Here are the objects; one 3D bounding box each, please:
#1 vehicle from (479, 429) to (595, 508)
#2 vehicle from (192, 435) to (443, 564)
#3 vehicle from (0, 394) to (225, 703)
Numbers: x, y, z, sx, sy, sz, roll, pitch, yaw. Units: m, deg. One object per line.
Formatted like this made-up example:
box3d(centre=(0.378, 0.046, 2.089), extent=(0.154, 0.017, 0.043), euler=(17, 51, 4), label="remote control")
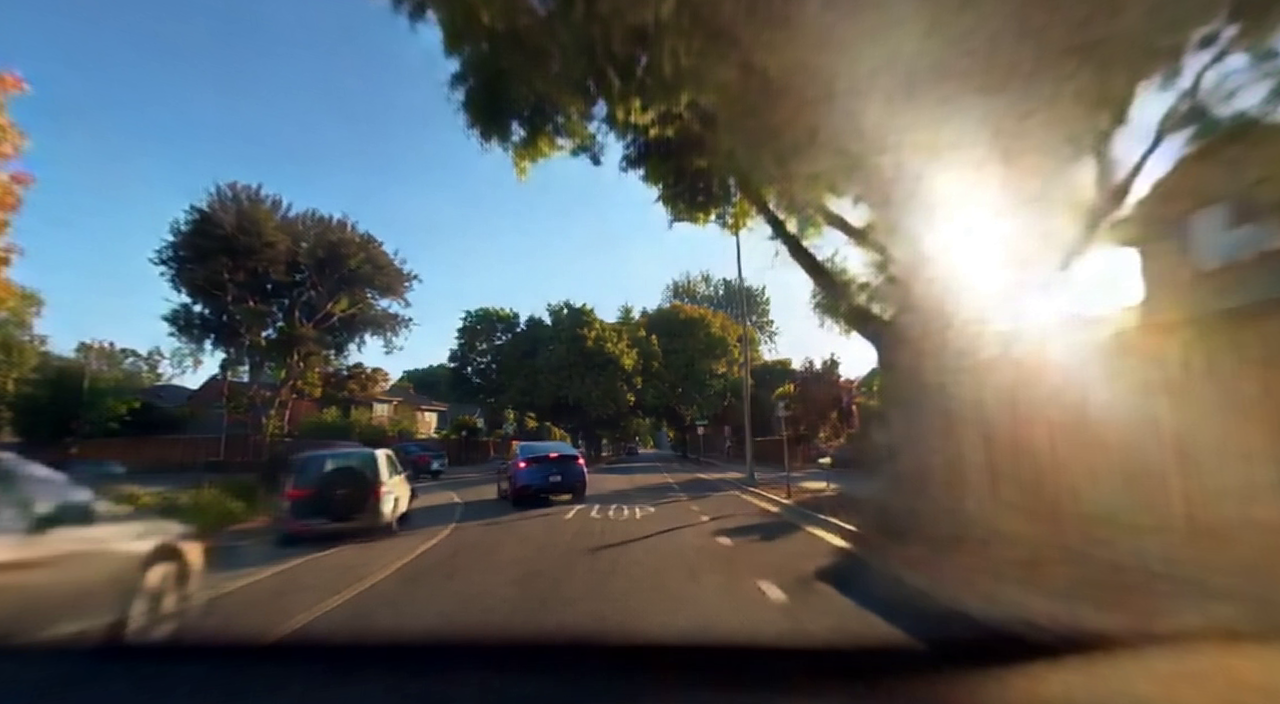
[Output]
box3d(centre=(-2.714, 2.824, 15.712), extent=(2.290, 1.653, 4.127), euler=(2, -9, -17), label="vehicle")
box3d(centre=(-4.837, 2.218, 10.476), extent=(2.151, 1.578, 5.036), euler=(1, -9, -8), label="vehicle")
box3d(centre=(-3.762, 0.925, 2.411), extent=(1.986, 1.561, 3.805), euler=(1, -9, -6), label="vehicle")
